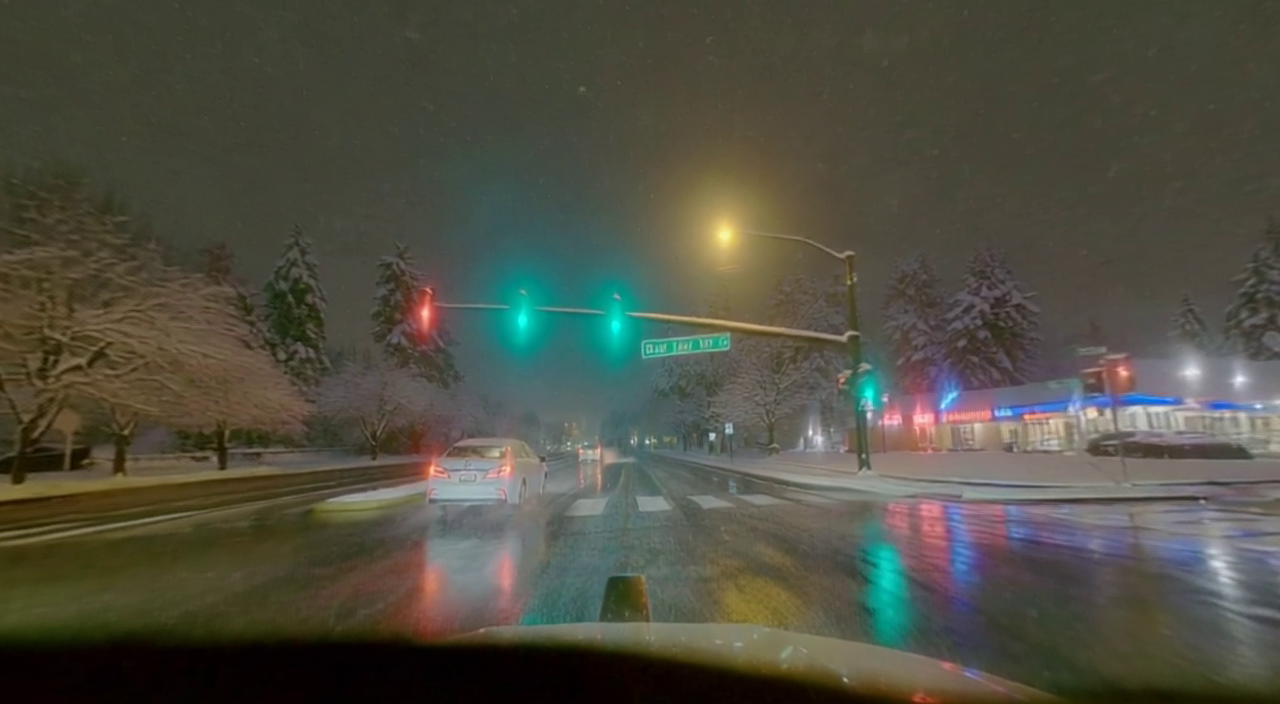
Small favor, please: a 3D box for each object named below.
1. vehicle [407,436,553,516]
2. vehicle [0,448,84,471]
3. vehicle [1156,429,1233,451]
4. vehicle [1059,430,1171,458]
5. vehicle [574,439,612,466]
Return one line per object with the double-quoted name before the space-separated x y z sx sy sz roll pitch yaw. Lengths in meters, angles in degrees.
"vehicle" -3.309 2.649 14.099 2.018 1.477 4.401 0 -8 1
"vehicle" -40.551 7.244 42.663 1.716 1.438 4.412 0 -9 0
"vehicle" 39.013 6.212 44.398 1.627 1.455 3.562 2 -8 -24
"vehicle" 33.261 6.468 44.363 2.079 1.837 5.802 5 -10 -30
"vehicle" -3.053 6.610 41.637 2.109 1.692 4.220 0 -8 1
